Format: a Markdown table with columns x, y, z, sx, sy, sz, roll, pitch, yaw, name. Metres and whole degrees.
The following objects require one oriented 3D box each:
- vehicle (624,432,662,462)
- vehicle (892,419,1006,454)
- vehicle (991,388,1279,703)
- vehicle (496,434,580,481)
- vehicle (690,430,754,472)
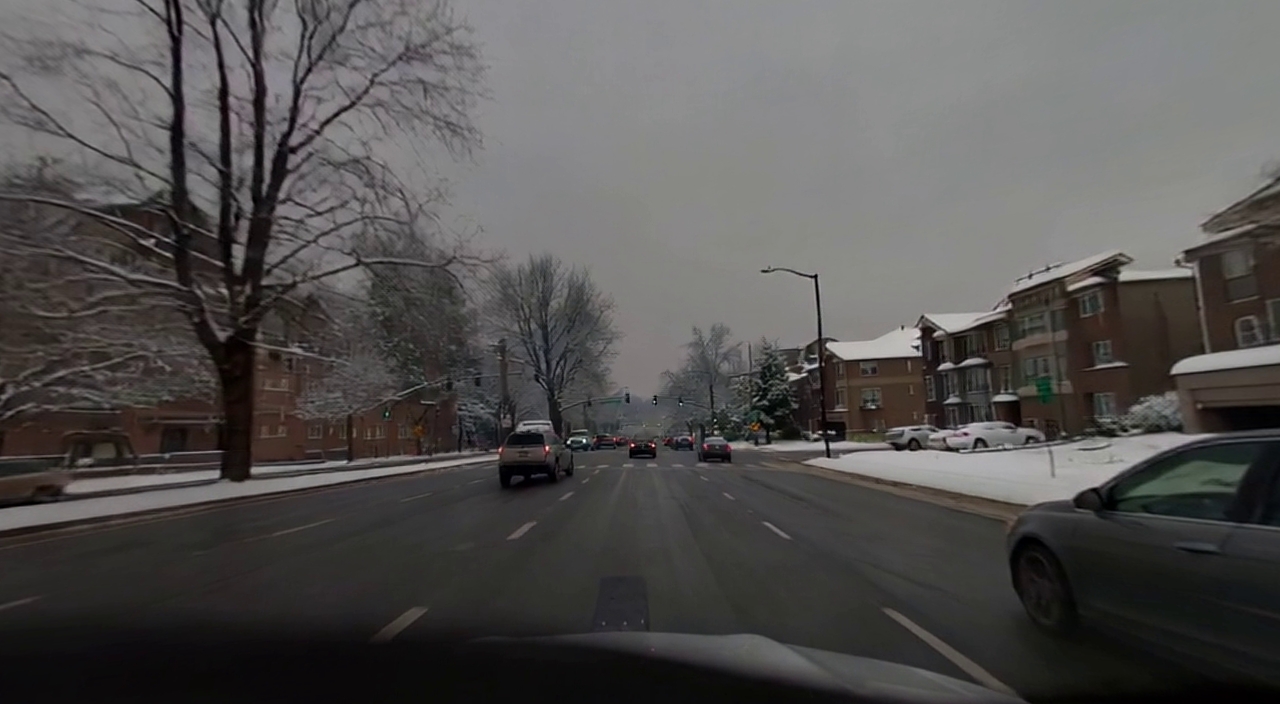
| x | y | z | sx | sy | sz | roll | pitch | yaw | name |
| --- | --- | --- | --- | --- | --- | --- | --- | --- | --- |
| 0.181 | 5.623 | 37.218 | 2.110 | 1.662 | 4.262 | 0 | -8 | 0 | vehicle |
| 15.748 | 4.323 | 32.285 | 4.701 | 1.721 | 2.103 | 0 | -9 | 1 | vehicle |
| 3.734 | 0.890 | 2.503 | 2.128 | 1.502 | 4.572 | 0 | -9 | 1 | vehicle |
| -3.506 | 3.734 | 22.553 | 2.049 | 1.485 | 4.656 | 0 | -8 | 2 | vehicle |
| 3.457 | 4.288 | 27.493 | 2.137 | 1.646 | 4.488 | 0 | -8 | -1 | vehicle |
